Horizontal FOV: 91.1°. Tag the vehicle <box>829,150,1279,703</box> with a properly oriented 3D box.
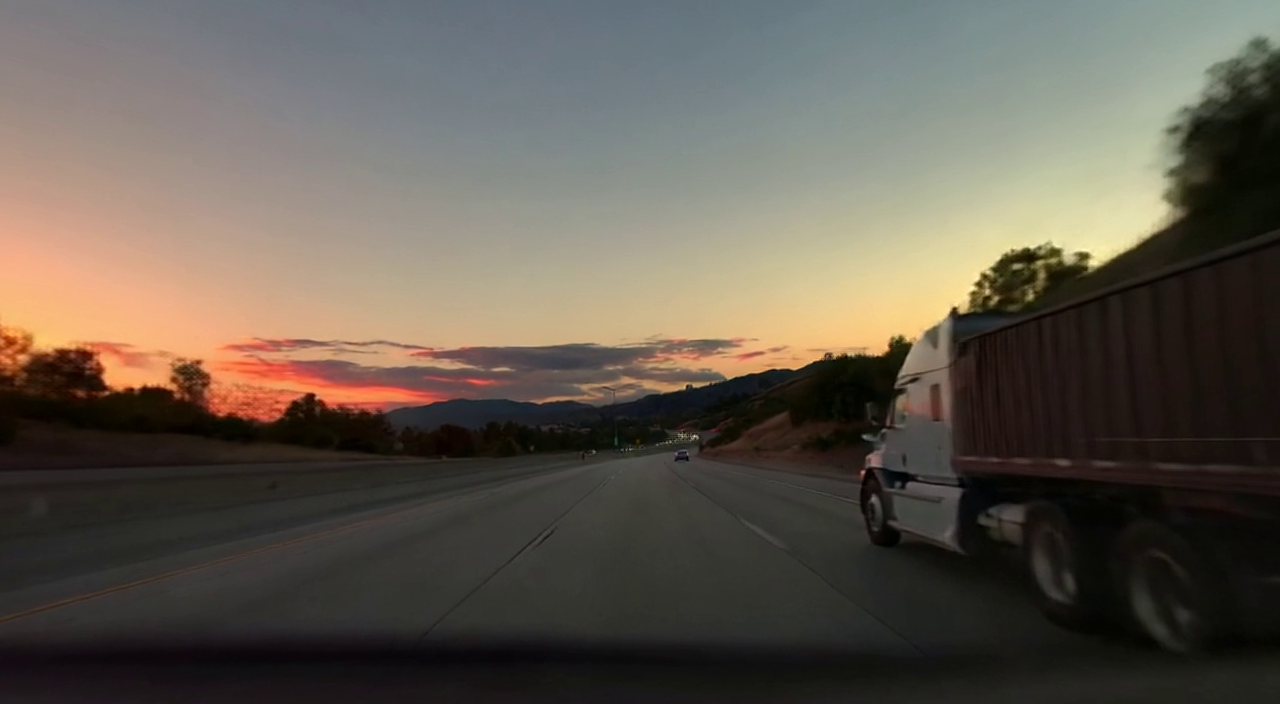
[{"bbox_3d":[4.148,0.807,5.487,2.436,2.701,7.451,0,-9,-2],"label":"vehicle"}]
